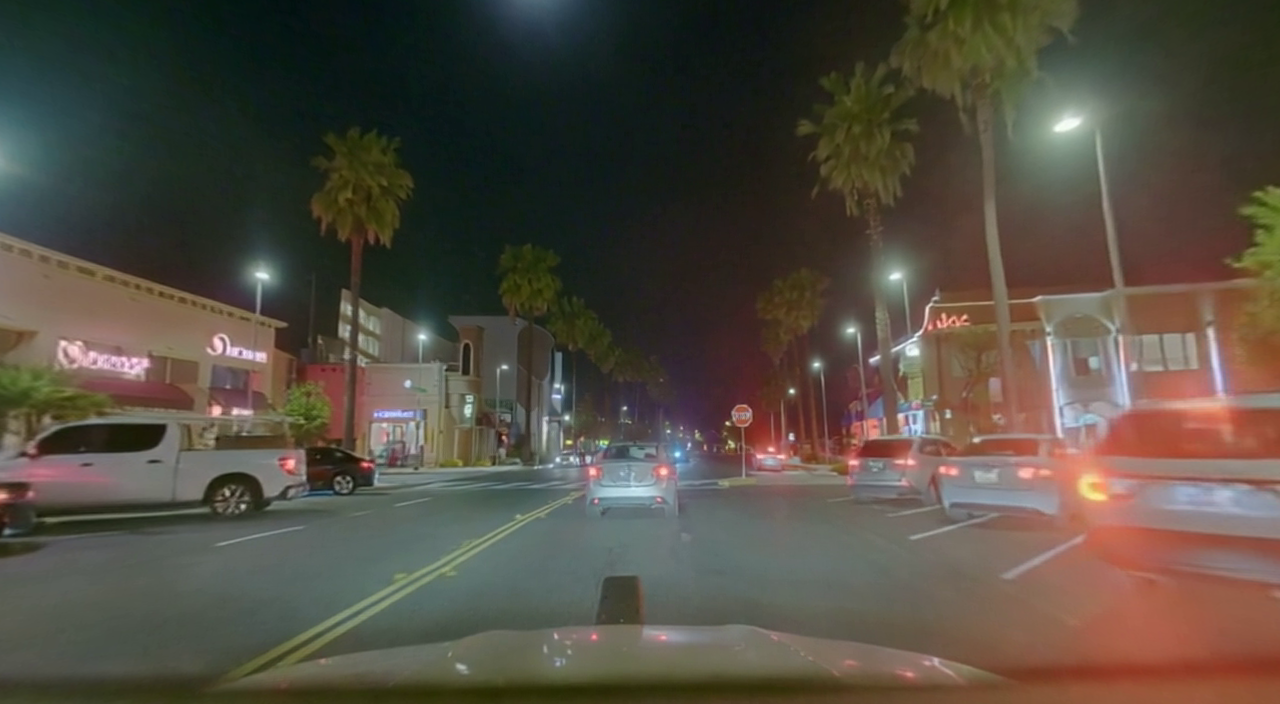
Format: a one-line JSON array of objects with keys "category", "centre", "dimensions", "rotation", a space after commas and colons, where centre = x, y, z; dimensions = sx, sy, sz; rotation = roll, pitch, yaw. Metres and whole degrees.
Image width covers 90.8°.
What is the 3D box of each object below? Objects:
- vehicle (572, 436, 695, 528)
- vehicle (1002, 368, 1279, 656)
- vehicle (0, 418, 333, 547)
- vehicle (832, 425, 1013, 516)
[{"category": "vehicle", "centre": [0.035, 2.435, 12.416], "dimensions": [2.031, 1.479, 3.969], "rotation": [-1, -9, 4]}, {"category": "vehicle", "centre": [5.602, 1.244, 5.699], "dimensions": [5.021, 1.721, 2.244], "rotation": [7, -11, -38]}, {"category": "vehicle", "centre": [-10.141, 2.363, 12.269], "dimensions": [6.873, 2.051, 2.823], "rotation": [7, -10, -44]}, {"category": "vehicle", "centre": [6.358, 2.532, 13.956], "dimensions": [4.623, 1.650, 1.937], "rotation": [8, -12, -43]}]
